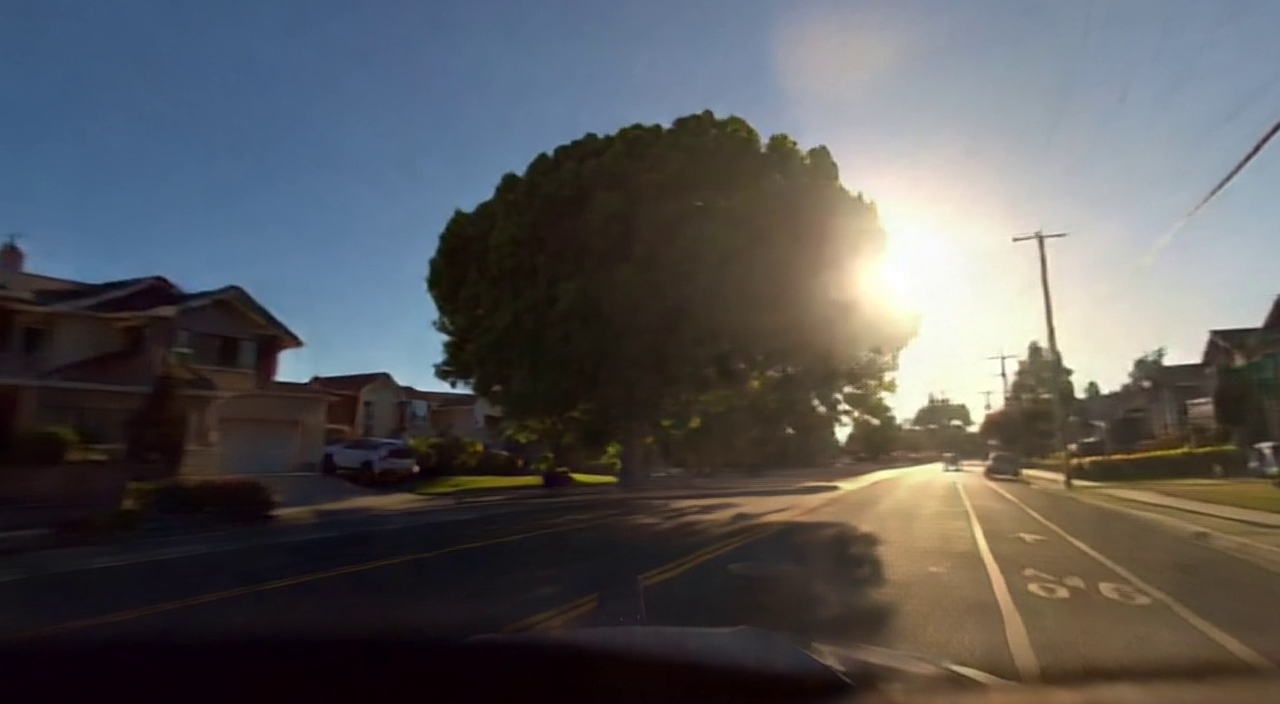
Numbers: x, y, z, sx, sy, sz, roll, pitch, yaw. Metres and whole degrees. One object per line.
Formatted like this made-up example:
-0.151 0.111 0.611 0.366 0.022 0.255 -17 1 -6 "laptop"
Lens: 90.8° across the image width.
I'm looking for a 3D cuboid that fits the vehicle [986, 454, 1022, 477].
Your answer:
27.544 8.593 47.900 1.971 1.558 4.895 -3 -10 26 "vehicle"
